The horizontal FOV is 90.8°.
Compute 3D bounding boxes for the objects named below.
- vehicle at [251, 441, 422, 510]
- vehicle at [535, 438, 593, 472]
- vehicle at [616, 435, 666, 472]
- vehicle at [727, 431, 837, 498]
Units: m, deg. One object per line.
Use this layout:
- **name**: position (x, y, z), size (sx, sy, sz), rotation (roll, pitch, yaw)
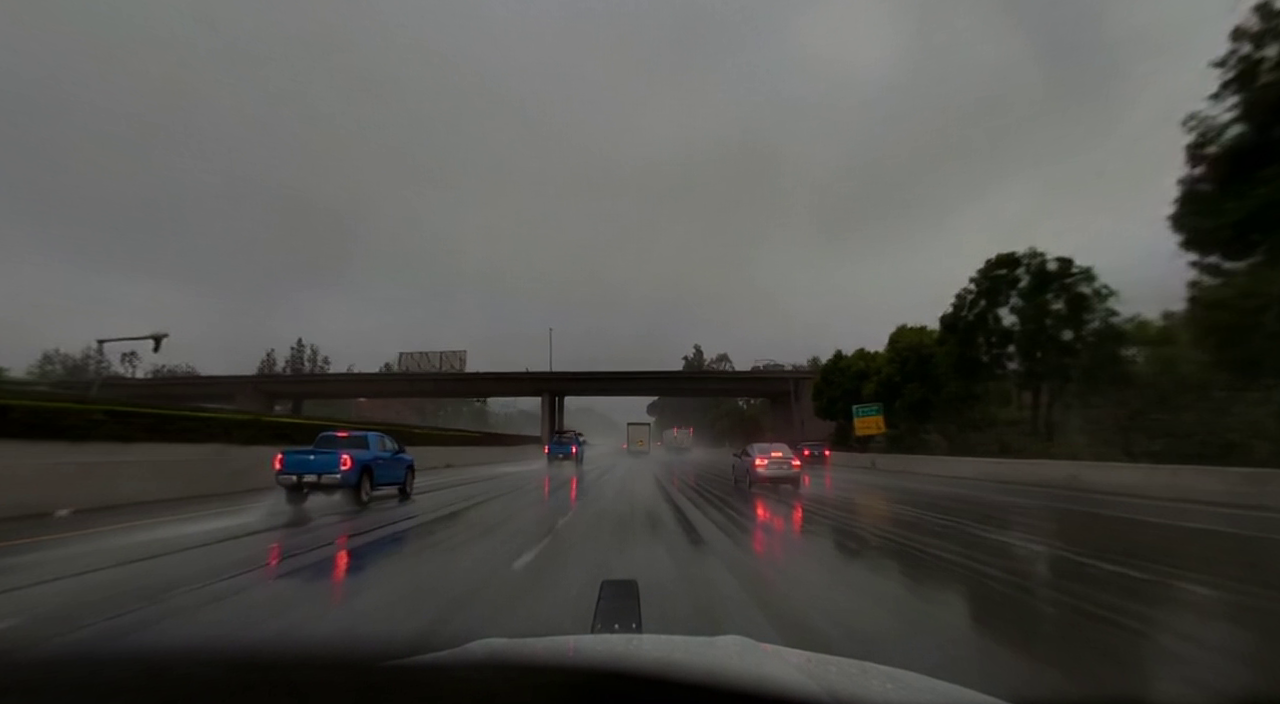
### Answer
- **vehicle**: position (-7.185, 2.945, 15.616), size (1.947, 1.444, 4.595), rotation (0, -9, 0)
- **vehicle**: position (-4.051, 5.593, 34.507), size (2.535, 1.715, 5.030), rotation (0, -9, 0)
- **vehicle**: position (0.033, 5.652, 35.376), size (2.572, 1.837, 5.693), rotation (0, -9, 0)
- **vehicle**: position (3.897, 3.162, 18.099), size (2.119, 1.653, 4.000), rotation (0, -9, -1)
